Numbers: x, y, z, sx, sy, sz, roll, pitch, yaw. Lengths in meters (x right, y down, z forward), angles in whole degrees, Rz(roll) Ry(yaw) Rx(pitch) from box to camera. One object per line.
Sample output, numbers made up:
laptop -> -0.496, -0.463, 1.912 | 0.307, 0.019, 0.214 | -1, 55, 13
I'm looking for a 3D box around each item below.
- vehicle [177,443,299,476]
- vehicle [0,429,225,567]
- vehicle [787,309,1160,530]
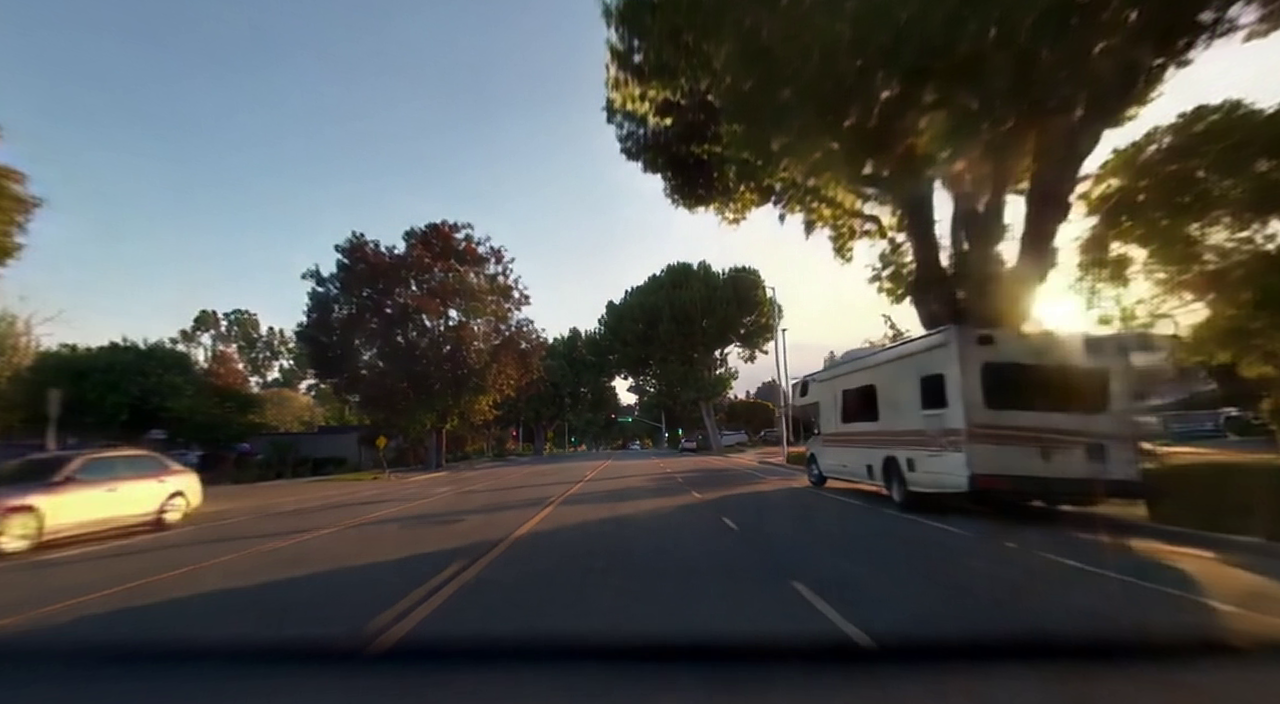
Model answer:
vehicle -> -26.594, 7.055, 41.973 | 6.500, 1.985, 2.363 | 6, -10, -38
vehicle -> -9.924, 2.337, 10.901 | 2.391, 1.843, 4.764 | -2, -8, -1
vehicle -> 6.023, 1.667, 14.203 | 2.944, 3.252, 9.712 | 0, -8, -1
